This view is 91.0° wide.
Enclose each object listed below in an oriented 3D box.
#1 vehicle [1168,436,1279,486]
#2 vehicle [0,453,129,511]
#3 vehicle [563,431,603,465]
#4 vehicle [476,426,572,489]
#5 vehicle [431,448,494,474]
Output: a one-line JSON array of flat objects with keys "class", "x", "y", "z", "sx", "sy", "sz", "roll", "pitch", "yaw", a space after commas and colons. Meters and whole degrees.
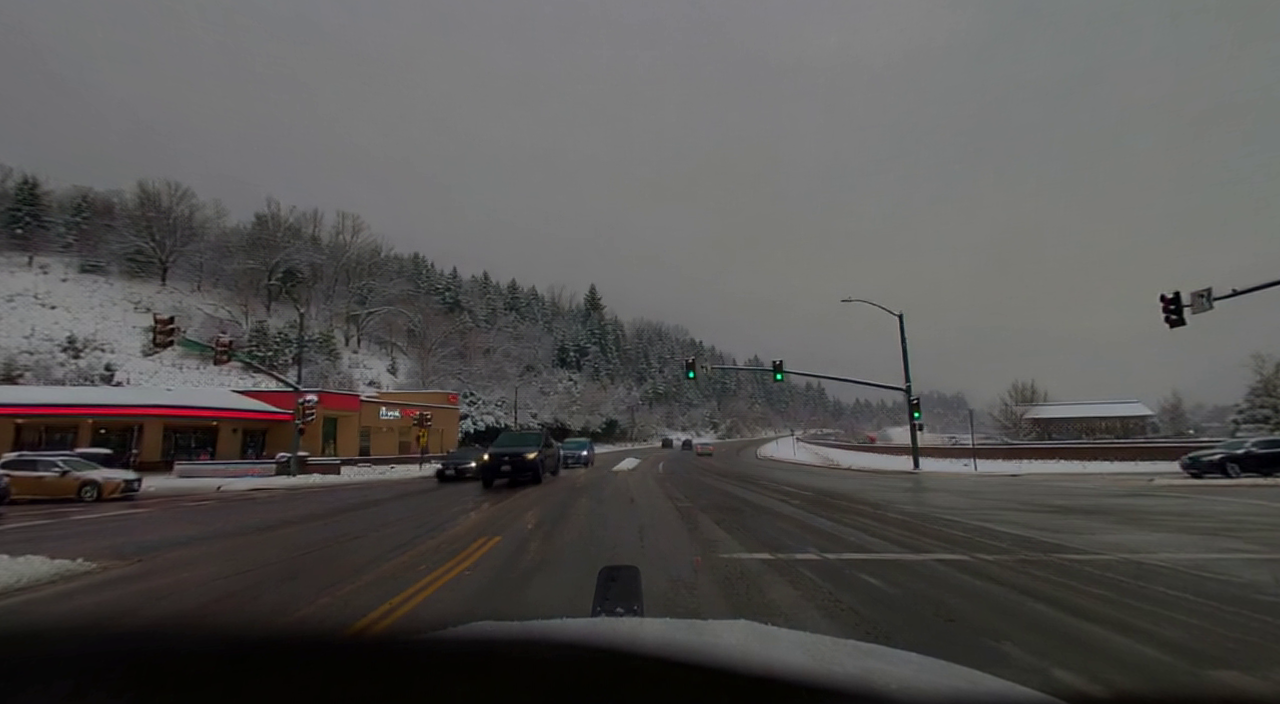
[{"class": "vehicle", "x": 25.051, "y": 4.468, "z": 26.063, "sx": 4.546, "sy": 1.944, "sz": 2.051, "roll": 1, "pitch": -9, "yaw": -5}, {"class": "vehicle", "x": -19.802, "y": 4.180, "z": 20.528, "sx": 4.440, "sy": 1.748, "sz": 2.033, "roll": 0, "pitch": -9, "yaw": 1}, {"class": "vehicle", "x": -4.190, "y": 7.219, "z": 47.410, "sx": 2.318, "sy": 2.325, "sz": 5.910, "roll": 0, "pitch": -9, "yaw": 1}, {"class": "vehicle", "x": -4.392, "y": 4.130, "z": 24.957, "sx": 2.662, "sy": 2.197, "sz": 5.454, "roll": 0, "pitch": -9, "yaw": 1}, {"class": "vehicle", "x": -12.477, "y": 7.660, "z": 44.603, "sx": 2.069, "sy": 1.706, "sz": 4.336, "roll": -3, "pitch": -9, "yaw": 20}]
